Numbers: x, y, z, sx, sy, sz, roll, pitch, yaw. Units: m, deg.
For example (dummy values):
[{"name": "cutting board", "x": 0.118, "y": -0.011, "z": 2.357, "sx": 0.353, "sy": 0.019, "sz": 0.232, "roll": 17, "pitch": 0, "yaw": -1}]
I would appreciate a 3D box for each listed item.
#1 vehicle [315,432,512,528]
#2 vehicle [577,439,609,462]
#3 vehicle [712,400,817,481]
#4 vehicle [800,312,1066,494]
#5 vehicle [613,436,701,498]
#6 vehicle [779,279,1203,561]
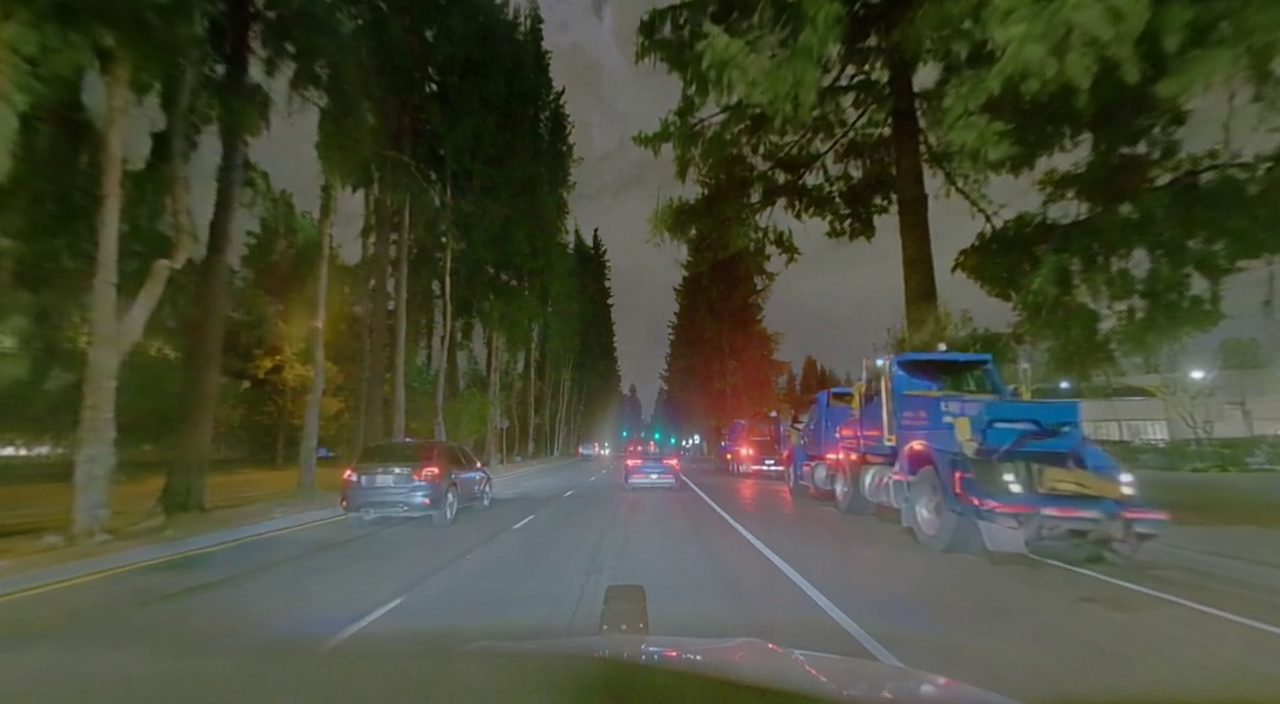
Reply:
[{"name": "vehicle", "x": -4.083, "y": 2.383, "z": 12.417, "sx": 2.003, "sy": 1.507, "sz": 4.808, "roll": 0, "pitch": -8, "yaw": 1}, {"name": "vehicle", "x": -3.530, "y": 7.518, "z": 48.048, "sx": 2.062, "sy": 1.641, "sz": 4.193, "roll": 0, "pitch": -8, "yaw": 2}, {"name": "vehicle", "x": 5.557, "y": 4.208, "z": 30.023, "sx": 3.089, "sy": 3.258, "sz": 8.841, "roll": -1, "pitch": -8, "yaw": 0}, {"name": "vehicle", "x": 5.674, "y": 1.273, "z": 13.586, "sx": 2.736, "sy": 3.078, "sz": 5.825, "roll": 0, "pitch": -8, "yaw": -1}, {"name": "vehicle", "x": 0.400, "y": 3.026, "z": 16.968, "sx": 2.086, "sy": 1.466, "sz": 4.026, "roll": 0, "pitch": -8, "yaw": 0}, {"name": "vehicle", "x": 5.633, "y": 1.602, "z": 13.570, "sx": 2.867, "sy": 3.600, "sz": 11.047, "roll": 0, "pitch": -8, "yaw": 1}]
